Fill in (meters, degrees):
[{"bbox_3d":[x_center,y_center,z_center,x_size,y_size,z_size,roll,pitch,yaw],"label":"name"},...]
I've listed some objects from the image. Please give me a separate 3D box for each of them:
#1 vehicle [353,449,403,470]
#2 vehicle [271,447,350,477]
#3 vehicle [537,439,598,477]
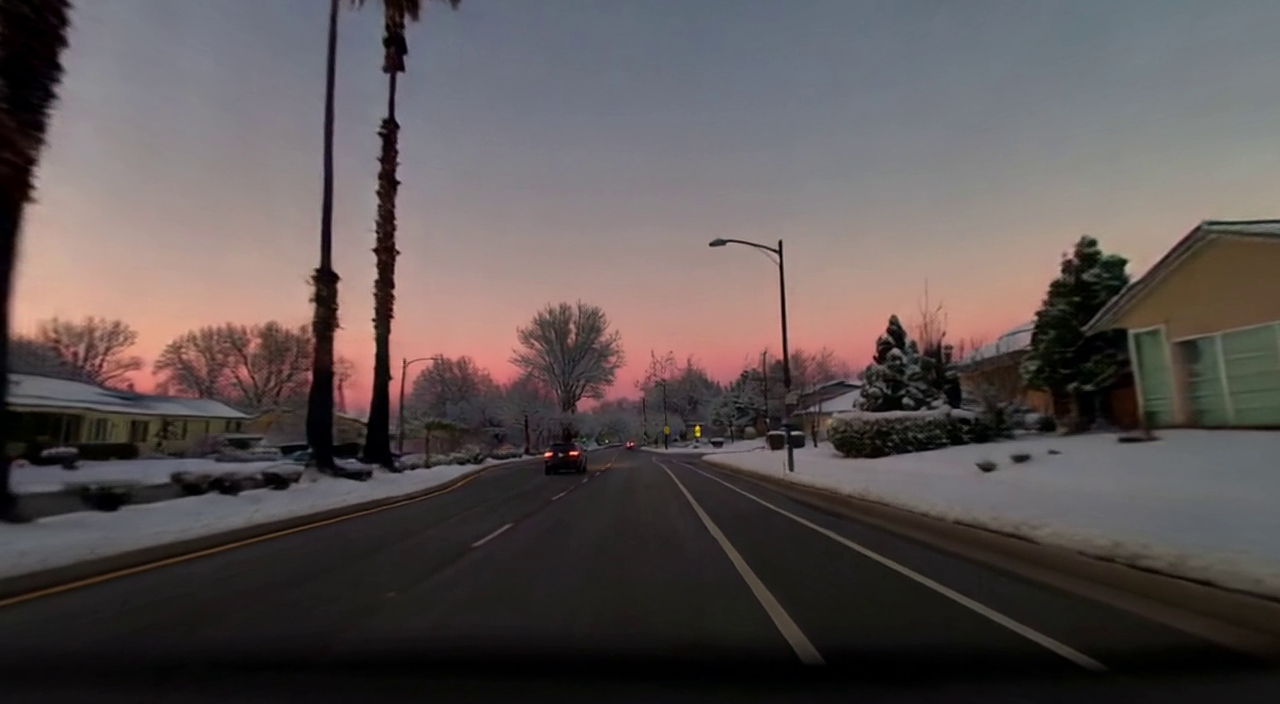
[{"bbox_3d":[-19.170,7.890,46.352,1.980,1.423,4.465,0,-8,-3],"label":"vehicle"},{"bbox_3d":[-19.060,6.399,36.734,2.026,1.563,4.618,0,-10,1],"label":"vehicle"},{"bbox_3d":[-3.064,4.611,27.615,2.075,1.498,4.730,0,-8,0],"label":"vehicle"}]
